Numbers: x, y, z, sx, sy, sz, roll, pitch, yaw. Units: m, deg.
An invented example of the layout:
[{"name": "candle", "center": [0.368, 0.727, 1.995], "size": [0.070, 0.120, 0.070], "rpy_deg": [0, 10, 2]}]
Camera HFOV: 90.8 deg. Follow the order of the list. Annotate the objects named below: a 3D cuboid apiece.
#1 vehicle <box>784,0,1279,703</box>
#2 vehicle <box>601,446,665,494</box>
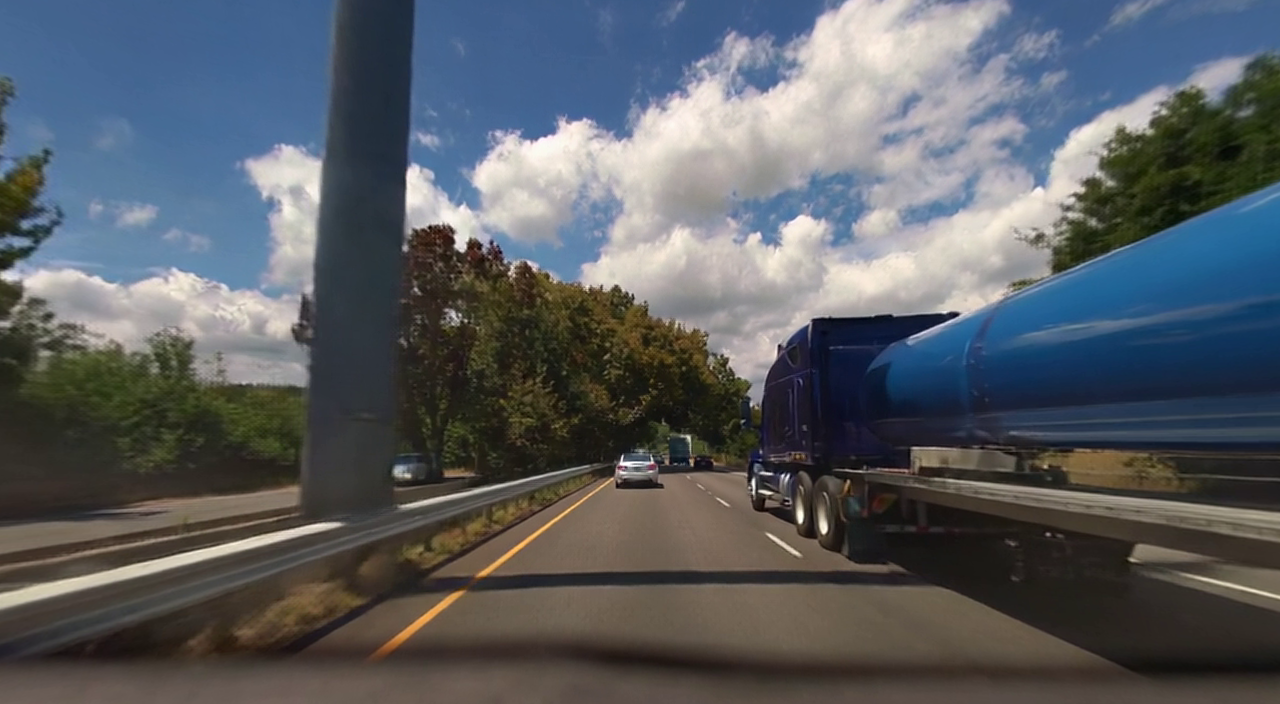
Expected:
[{"name": "vehicle", "center": [3.899, 0.361, 4.925], "size": [2.694, 3.453, 11.641], "rpy_deg": [0, -9, 0]}, {"name": "vehicle", "center": [-0.201, 4.009, 21.764], "size": [2.003, 1.490, 3.636], "rpy_deg": [0, -9, 1]}]
